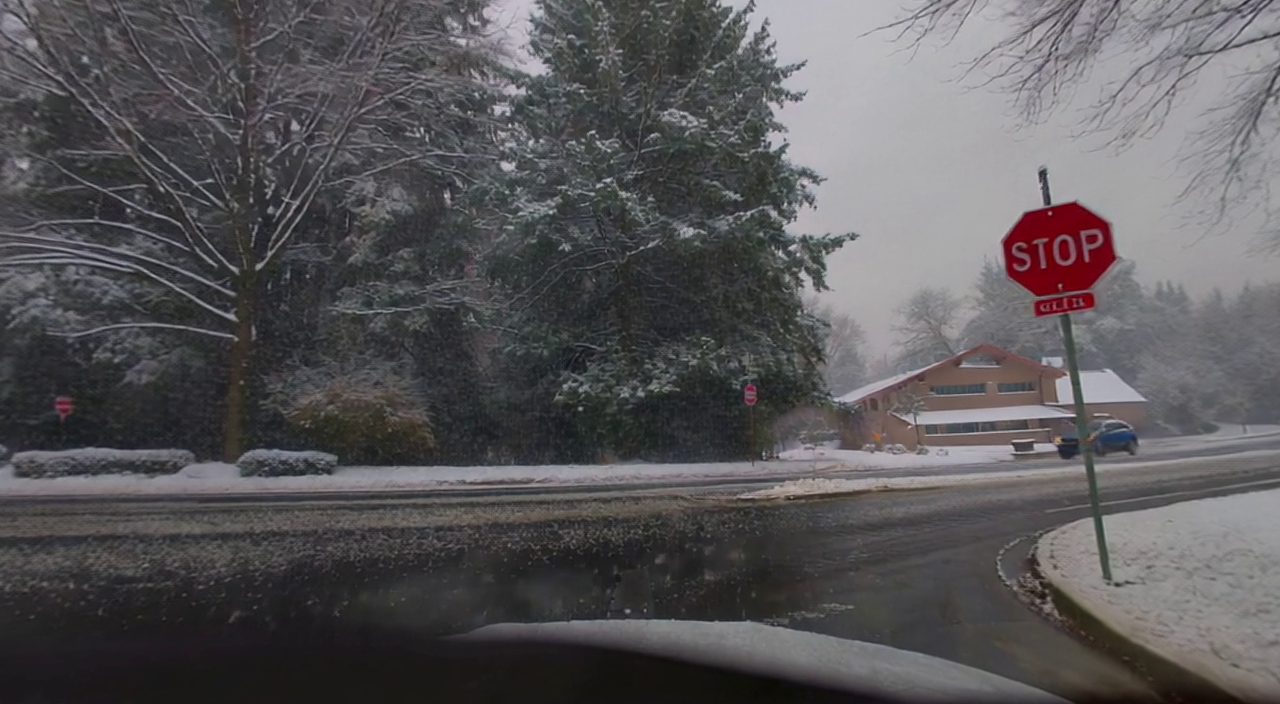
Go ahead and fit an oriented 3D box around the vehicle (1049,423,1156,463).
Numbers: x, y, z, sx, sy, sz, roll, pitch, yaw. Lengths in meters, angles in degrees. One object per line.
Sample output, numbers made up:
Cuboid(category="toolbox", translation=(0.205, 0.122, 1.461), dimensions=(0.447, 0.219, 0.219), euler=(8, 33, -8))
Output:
Cuboid(category="vehicle", translation=(18.574, 3.656, 25.271), dimensions=(4.473, 1.474, 2.108), euler=(6, -10, -36))
